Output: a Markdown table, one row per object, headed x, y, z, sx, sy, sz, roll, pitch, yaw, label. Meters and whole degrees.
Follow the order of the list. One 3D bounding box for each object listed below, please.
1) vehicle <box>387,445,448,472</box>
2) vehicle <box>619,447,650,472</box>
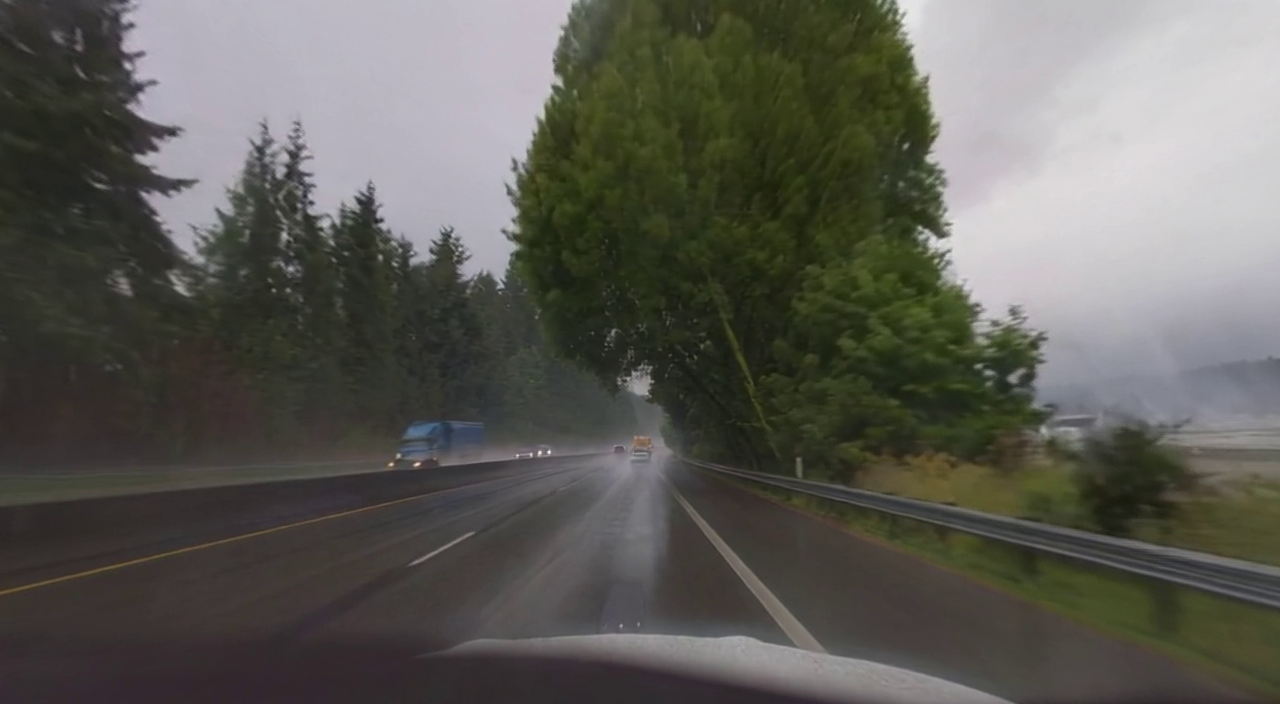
| x | y | z | sx | sy | sz | roll | pitch | yaw | label |
| --- | --- | --- | --- | --- | --- | --- | --- | --- | --- |
| -12.159 | 5.871 | 34.755 | 1.829 | 1.397 | 4.326 | 0 | -9 | -1 | vehicle |
| -0.325 | 6.681 | 39.392 | 1.853 | 1.436 | 3.438 | 0 | -9 | 0 | vehicle |
